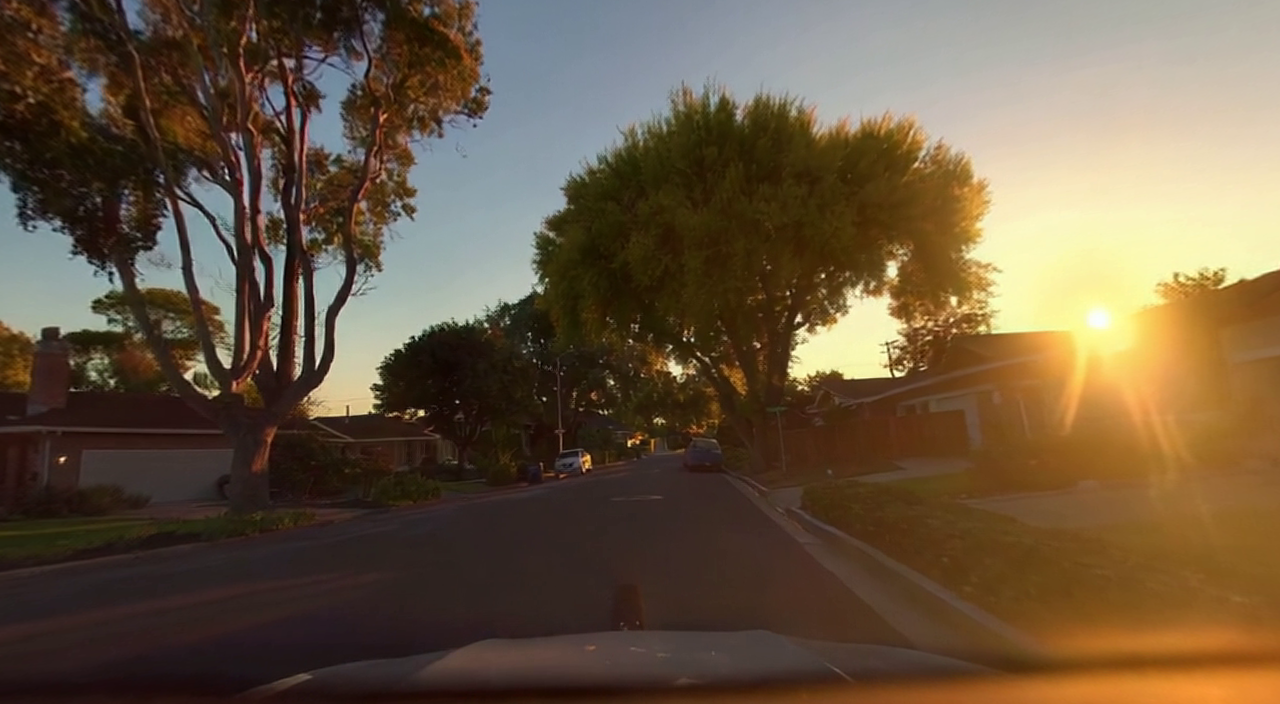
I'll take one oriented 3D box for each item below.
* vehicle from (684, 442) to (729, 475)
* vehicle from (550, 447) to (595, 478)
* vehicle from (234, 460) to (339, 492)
[{"bbox_3d":[3.307,5.397,32.149,2.005,1.553,3.984,-1,-9,3],"label":"vehicle"},{"bbox_3d":[-4.474,7.392,42.661,2.208,1.834,4.675,-4,-9,3],"label":"vehicle"},{"bbox_3d":[-18.300,6.410,32.779,4.404,1.495,1.844,-1,-9,5],"label":"vehicle"}]
